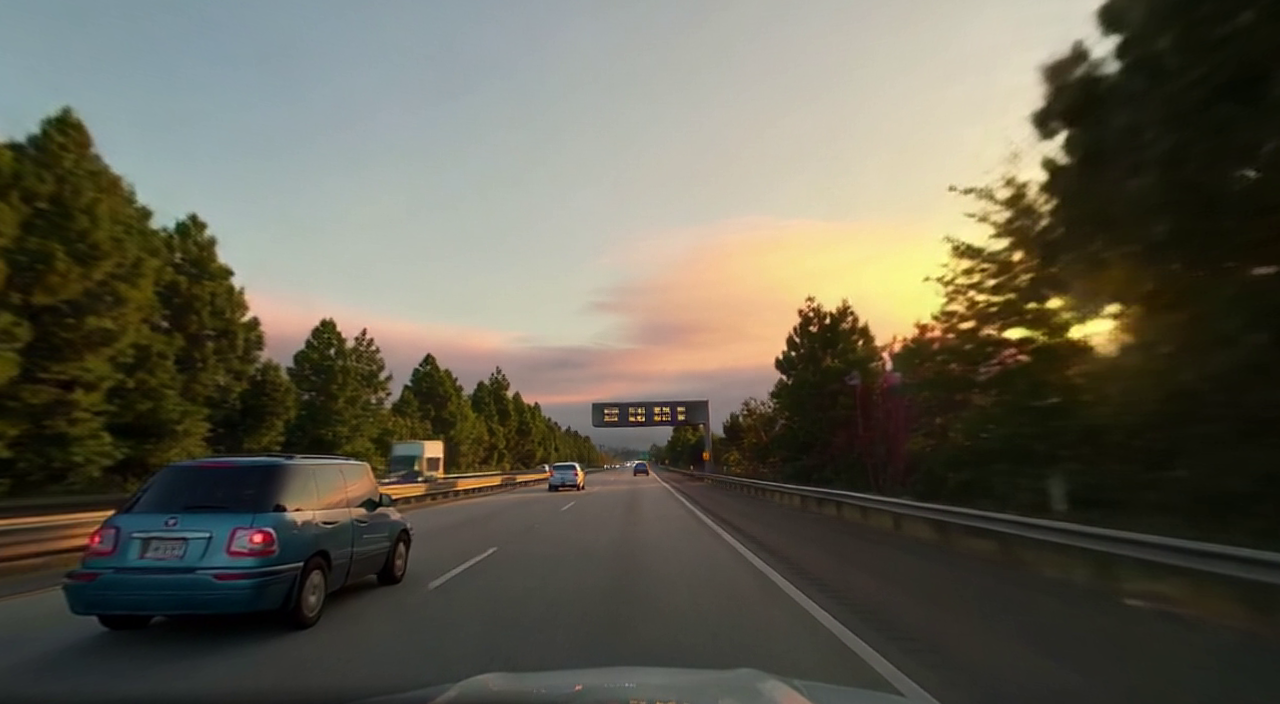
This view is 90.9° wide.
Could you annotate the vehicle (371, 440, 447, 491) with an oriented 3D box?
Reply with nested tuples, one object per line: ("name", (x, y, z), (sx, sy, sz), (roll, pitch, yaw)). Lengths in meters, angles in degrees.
("vehicle", (-17.268, 8.600, 47.744), (2.776, 3.469, 7.357), (0, -10, 1))

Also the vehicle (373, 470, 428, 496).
("vehicle", (-13.647, 7.459, 36.076), (1.628, 1.379, 3.634), (0, -10, 1))

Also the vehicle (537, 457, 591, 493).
("vehicle", (-3.723, 6.119, 31.487), (2.081, 1.586, 4.245), (0, -10, 1))
